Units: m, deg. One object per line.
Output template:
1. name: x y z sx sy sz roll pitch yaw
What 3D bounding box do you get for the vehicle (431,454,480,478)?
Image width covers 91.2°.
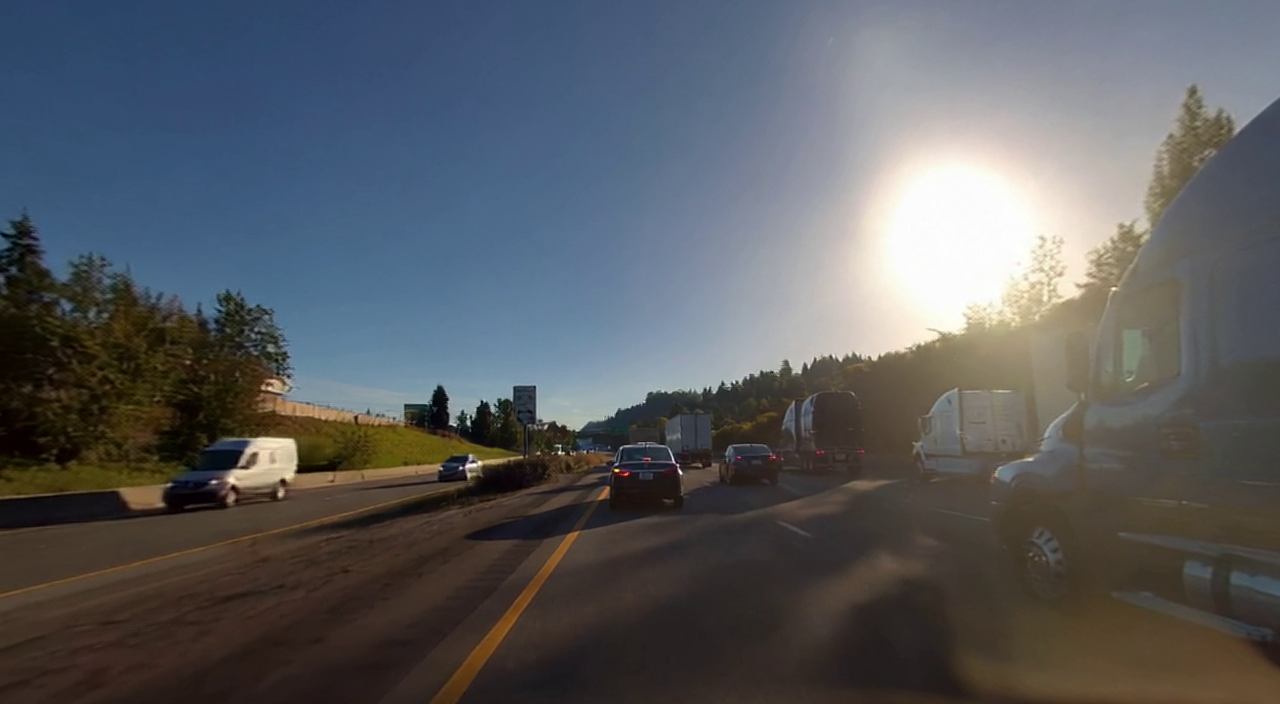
1. vehicle: -12.368 7.658 42.293 1.921 1.504 4.633 0 -9 0

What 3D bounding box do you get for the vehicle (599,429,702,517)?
1. vehicle: 0.199 2.587 13.794 1.965 1.664 3.428 0 -9 0

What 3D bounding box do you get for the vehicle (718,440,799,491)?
1. vehicle: 3.832 3.720 20.856 1.859 1.512 3.711 0 -9 -2

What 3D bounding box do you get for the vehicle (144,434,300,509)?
1. vehicle: -16.634 4.755 25.498 2.234 2.649 5.960 0 -9 -1

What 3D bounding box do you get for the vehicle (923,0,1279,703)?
1. vehicle: 4.204 -0.049 2.774 2.987 3.877 5.881 0 -9 0
